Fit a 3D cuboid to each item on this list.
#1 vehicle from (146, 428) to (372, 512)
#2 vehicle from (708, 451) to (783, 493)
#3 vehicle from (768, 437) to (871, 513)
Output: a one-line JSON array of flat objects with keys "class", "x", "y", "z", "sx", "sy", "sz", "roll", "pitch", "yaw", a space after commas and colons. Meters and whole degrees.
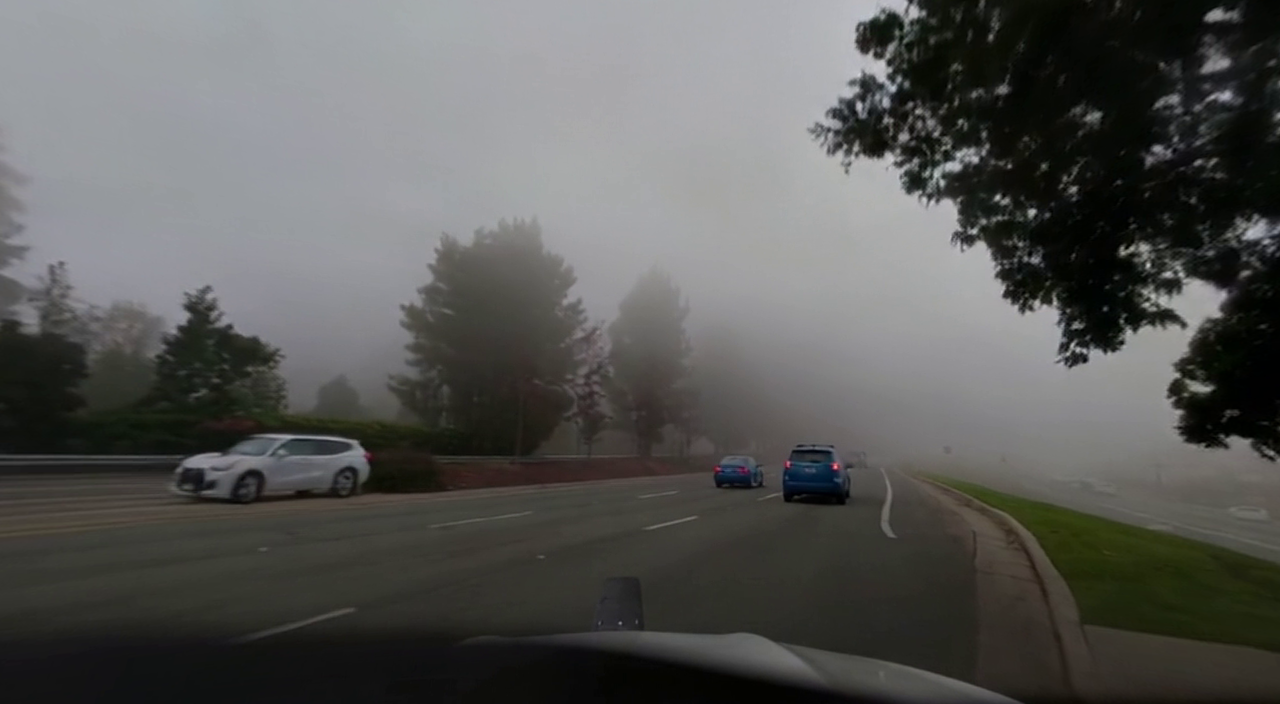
[{"class": "vehicle", "x": -9.496, "y": 2.940, "z": 16.272, "sx": 1.973, "sy": 1.826, "sz": 4.538, "roll": -4, "pitch": -9, "yaw": 25}, {"class": "vehicle", "x": 4.648, "y": 5.081, "z": 27.230, "sx": 2.123, "sy": 1.592, "sz": 4.505, "roll": -4, "pitch": -9, "yaw": 23}, {"class": "vehicle", "x": 5.209, "y": 3.370, "z": 17.926, "sx": 2.125, "sy": 1.830, "sz": 4.370, "roll": -4, "pitch": -9, "yaw": 24}]
